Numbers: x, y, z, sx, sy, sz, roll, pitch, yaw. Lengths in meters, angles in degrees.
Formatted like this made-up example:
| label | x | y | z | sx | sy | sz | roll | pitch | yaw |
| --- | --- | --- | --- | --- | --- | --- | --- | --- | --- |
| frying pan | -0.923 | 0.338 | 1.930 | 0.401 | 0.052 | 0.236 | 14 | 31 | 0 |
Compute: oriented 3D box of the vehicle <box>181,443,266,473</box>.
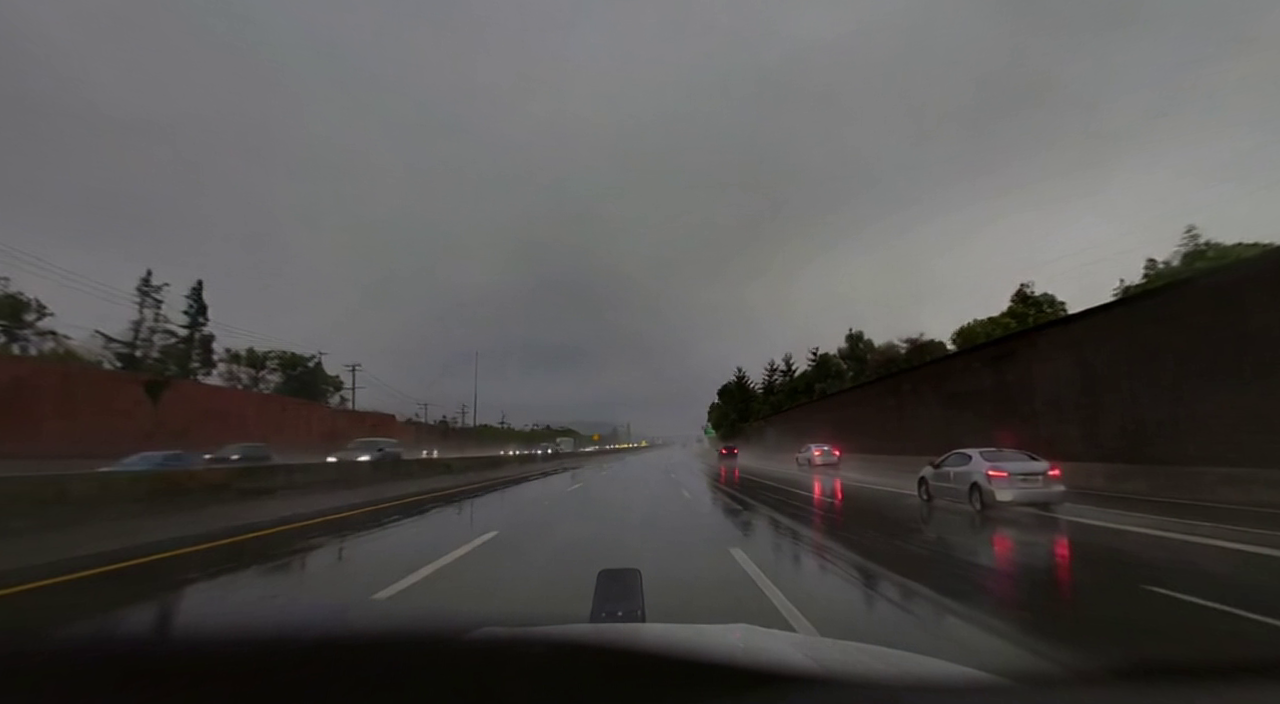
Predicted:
| label | x | y | z | sx | sy | sz | roll | pitch | yaw |
| --- | --- | --- | --- | --- | --- | --- | --- | --- | --- |
| vehicle | -25.606 | 6.517 | 39.075 | 2.010 | 1.692 | 4.699 | 0 | -9 | 1 |

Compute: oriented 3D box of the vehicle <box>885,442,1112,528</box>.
| label | x | y | z | sx | sy | sz | roll | pitch | yaw |
| --- | --- | --- | --- | --- | --- | --- | --- | --- | --- |
| vehicle | 7.169 | 2.674 | 13.374 | 2.047 | 1.479 | 4.593 | 0 | -9 | -1 |

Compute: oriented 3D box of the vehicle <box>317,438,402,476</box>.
| label | x | y | z | sx | sy | sz | roll | pitch | yaw |
| --- | --- | --- | --- | --- | --- | --- | --- | --- | --- |
| vehicle | -15.018 | 5.652 | 34.237 | 2.175 | 1.897 | 5.074 | 0 | -9 | 1 |

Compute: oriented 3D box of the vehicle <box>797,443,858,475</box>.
| label | x | y | z | sx | sy | sz | roll | pitch | yaw |
| --- | --- | --- | --- | --- | --- | --- | --- | --- | --- |
| vehicle | 10.958 | 6.256 | 37.215 | 2.151 | 1.734 | 4.519 | 0 | -9 | 0 |

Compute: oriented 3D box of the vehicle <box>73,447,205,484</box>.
| label | x | y | z | sx | sy | sz | roll | pitch | yaw |
| --- | --- | --- | --- | --- | --- | --- | --- | --- | --- |
| vehicle | -21.658 | 4.892 | 27.617 | 1.904 | 1.444 | 4.665 | 0 | -9 | 1 |
